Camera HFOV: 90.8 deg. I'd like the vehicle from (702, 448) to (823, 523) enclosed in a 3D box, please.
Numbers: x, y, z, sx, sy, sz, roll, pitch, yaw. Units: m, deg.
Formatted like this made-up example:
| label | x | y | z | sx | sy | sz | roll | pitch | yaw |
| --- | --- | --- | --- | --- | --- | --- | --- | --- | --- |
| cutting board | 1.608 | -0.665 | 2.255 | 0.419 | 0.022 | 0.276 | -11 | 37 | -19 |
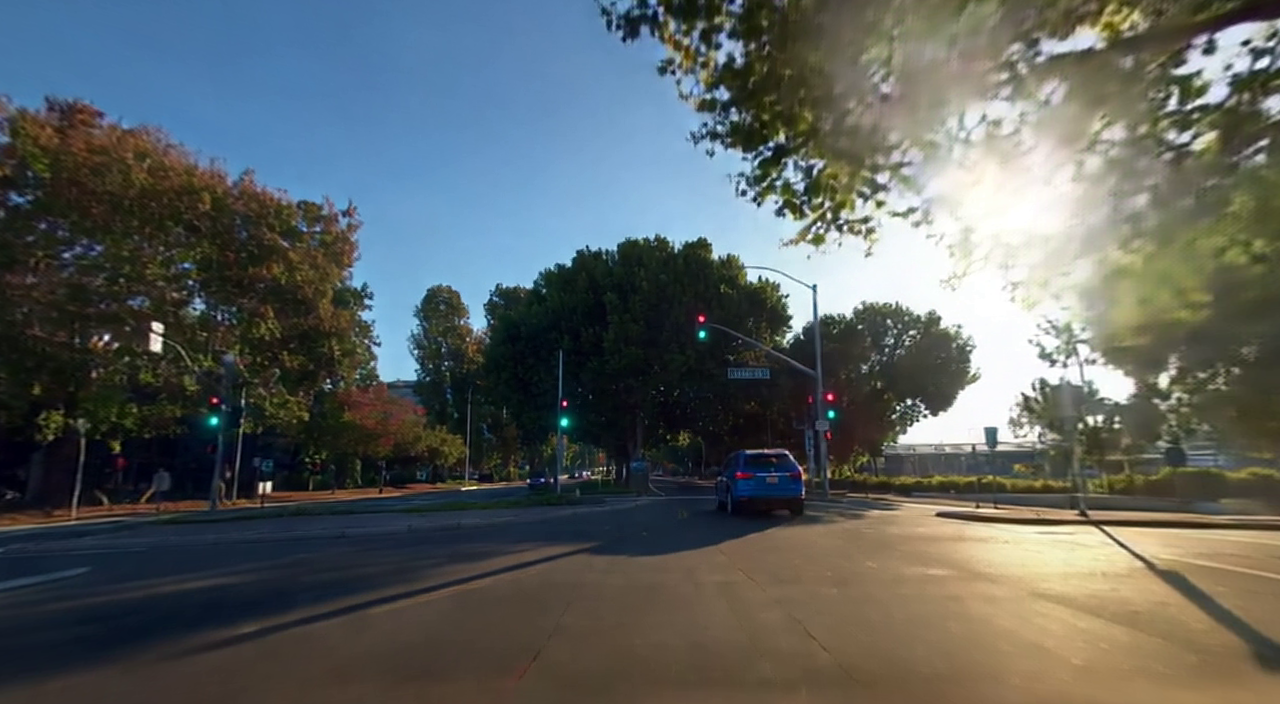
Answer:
| label | x | y | z | sx | sy | sz | roll | pitch | yaw |
| --- | --- | --- | --- | --- | --- | --- | --- | --- | --- |
| vehicle | 2.999 | 3.378 | 16.699 | 2.140 | 1.655 | 4.786 | 0 | -9 | -1 |
